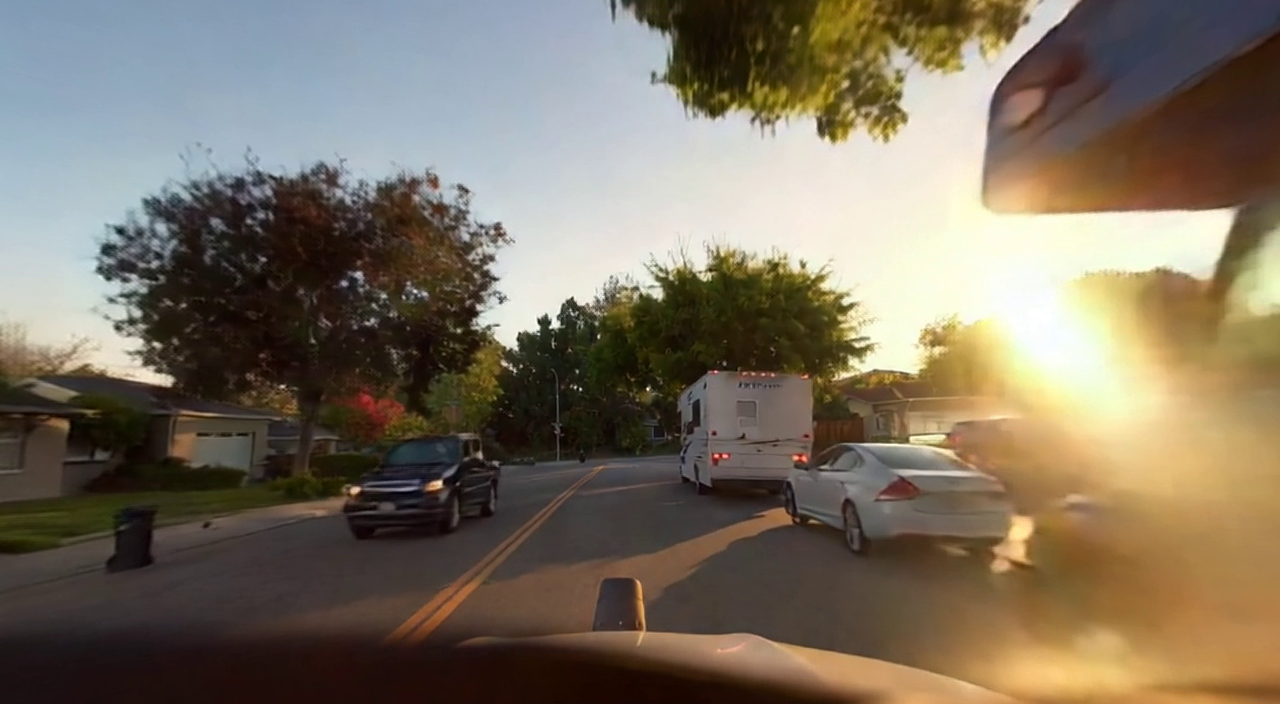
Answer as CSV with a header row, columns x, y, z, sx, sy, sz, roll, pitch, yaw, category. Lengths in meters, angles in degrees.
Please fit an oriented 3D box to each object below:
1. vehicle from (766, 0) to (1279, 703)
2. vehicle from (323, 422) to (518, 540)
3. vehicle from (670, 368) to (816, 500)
x,y,z,sx,sy,sz,roll,pitch,yaw,category
3.028,-0.207,0.838,3.052,3.440,11.052,0,-8,-2,vehicle
-3.752,2.282,11.781,2.194,1.763,4.288,0,-8,-2,vehicle
2.733,2.654,20.032,2.915,3.243,8.972,0,-8,-1,vehicle
